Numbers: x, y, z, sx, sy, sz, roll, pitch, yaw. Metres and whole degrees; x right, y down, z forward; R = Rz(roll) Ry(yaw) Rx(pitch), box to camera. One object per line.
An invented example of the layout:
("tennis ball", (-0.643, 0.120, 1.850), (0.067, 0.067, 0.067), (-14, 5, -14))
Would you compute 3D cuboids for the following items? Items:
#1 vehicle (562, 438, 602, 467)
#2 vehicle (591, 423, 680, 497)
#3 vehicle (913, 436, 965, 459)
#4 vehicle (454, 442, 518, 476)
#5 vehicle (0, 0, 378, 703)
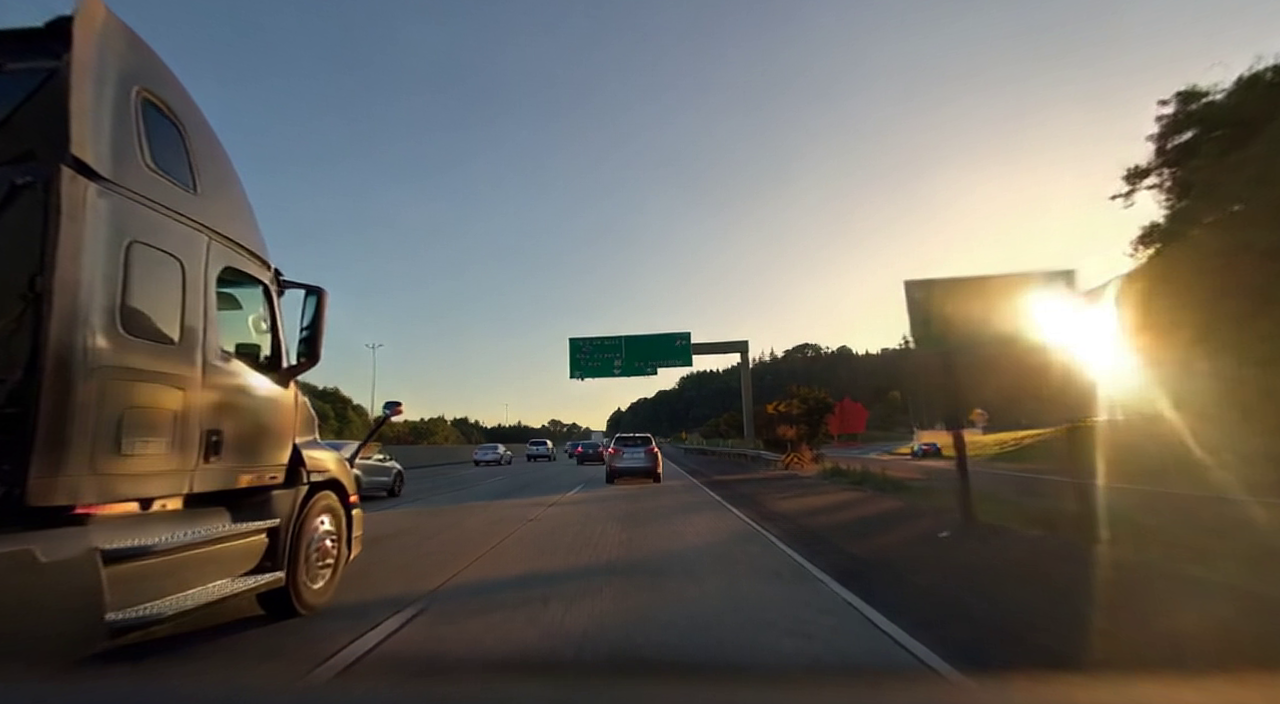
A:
("vehicle", (-3.423, 6.013, 37.929), (1.952, 1.649, 4.131), (0, -9, 1))
("vehicle", (-0.104, 2.922, 17.359), (2.152, 1.779, 3.924), (0, -9, 0))
("vehicle", (20.465, 6.592, 43.333), (1.918, 1.472, 4.782), (-2, -9, 9))
("vehicle", (-7.217, 5.046, 29.954), (1.869, 1.466, 4.217), (0, -9, 1))
("vehicle", (-3.921, -0.449, 0.916), (2.990, 3.885, 8.540), (-1, -9, 3))
